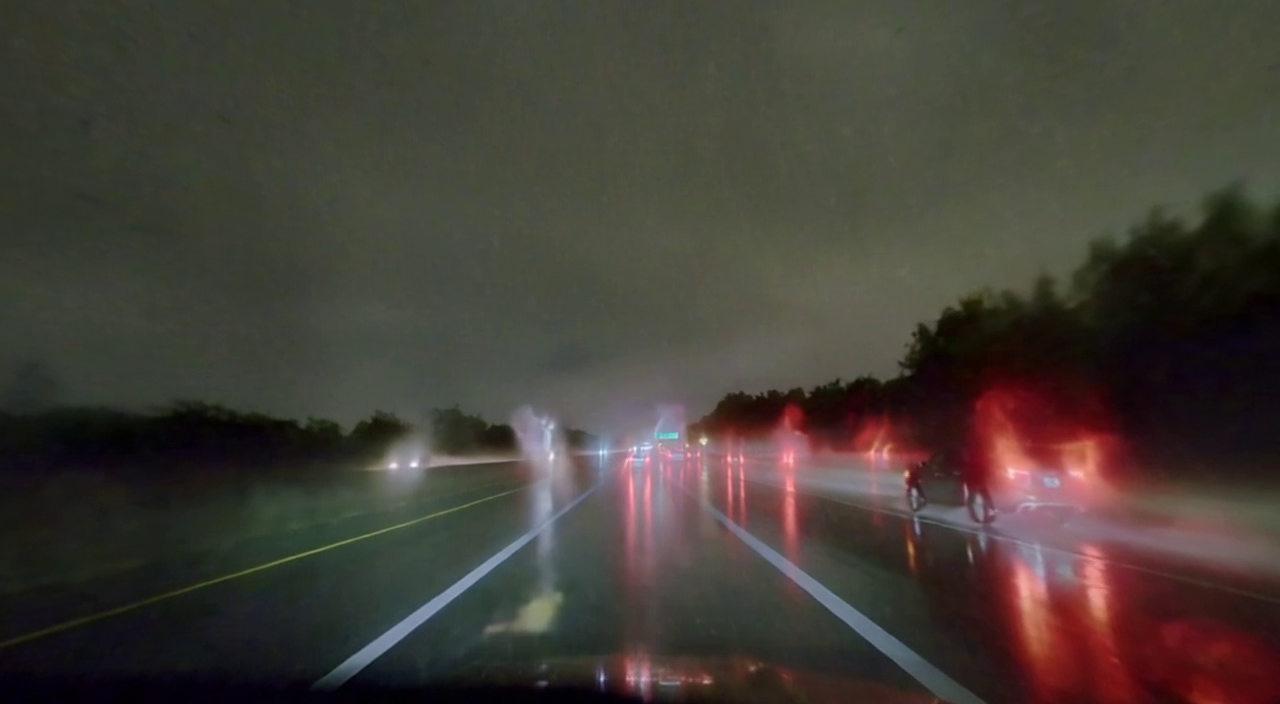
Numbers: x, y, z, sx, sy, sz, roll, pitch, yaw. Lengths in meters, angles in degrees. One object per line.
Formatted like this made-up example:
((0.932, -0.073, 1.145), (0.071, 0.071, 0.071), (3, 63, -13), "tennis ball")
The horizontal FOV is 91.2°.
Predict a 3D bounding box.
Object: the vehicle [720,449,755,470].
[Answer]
((7.114, 7.901, 46.124), (1.941, 1.485, 3.701), (0, -9, -1), "vehicle")

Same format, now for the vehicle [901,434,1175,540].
((6.867, 2.360, 11.625), (2.008, 1.533, 4.592), (0, -9, -1), "vehicle")

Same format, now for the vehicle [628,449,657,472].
((0.181, 7.877, 45.705), (2.025, 1.526, 4.181), (0, -9, 0), "vehicle")
